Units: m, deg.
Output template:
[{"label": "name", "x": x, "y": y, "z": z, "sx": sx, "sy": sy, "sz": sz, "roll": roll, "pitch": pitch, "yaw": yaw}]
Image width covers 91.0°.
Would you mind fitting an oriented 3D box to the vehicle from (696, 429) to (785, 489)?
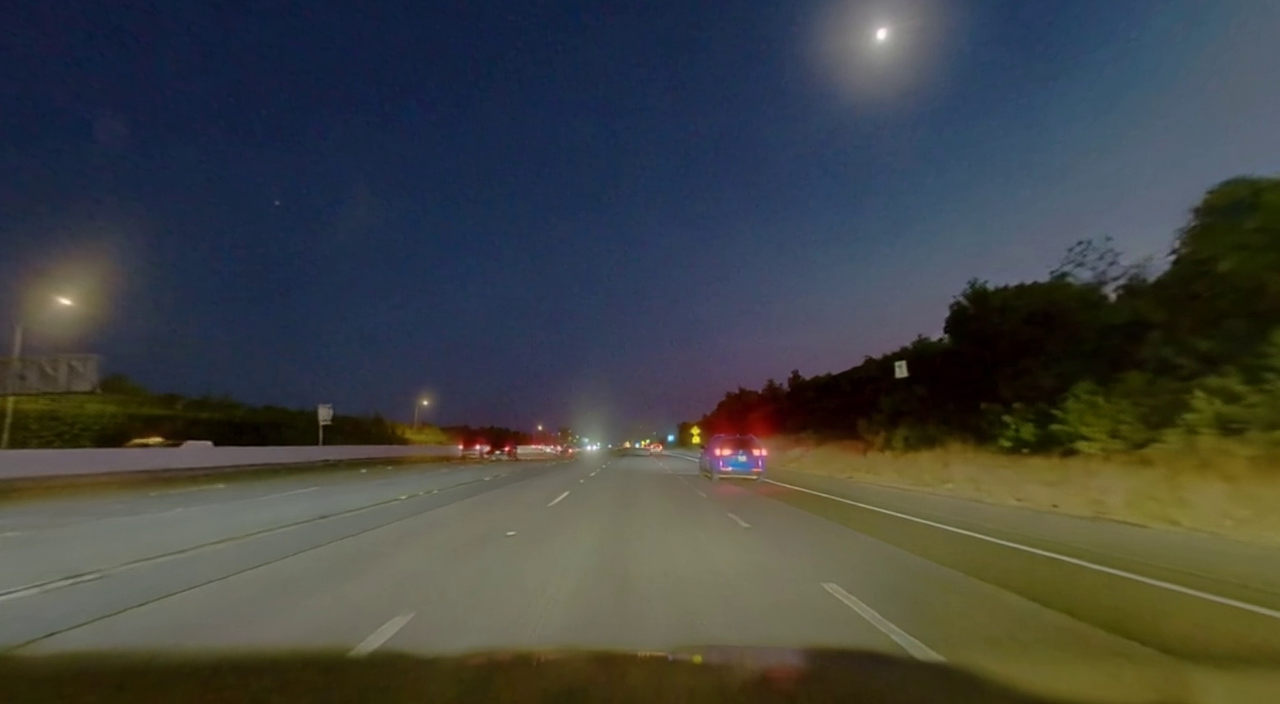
[{"label": "vehicle", "x": 3.424, "y": 3.759, "z": 22.494, "sx": 2.184, "sy": 1.892, "sz": 4.763, "roll": 0, "pitch": -8, "yaw": -2}]
